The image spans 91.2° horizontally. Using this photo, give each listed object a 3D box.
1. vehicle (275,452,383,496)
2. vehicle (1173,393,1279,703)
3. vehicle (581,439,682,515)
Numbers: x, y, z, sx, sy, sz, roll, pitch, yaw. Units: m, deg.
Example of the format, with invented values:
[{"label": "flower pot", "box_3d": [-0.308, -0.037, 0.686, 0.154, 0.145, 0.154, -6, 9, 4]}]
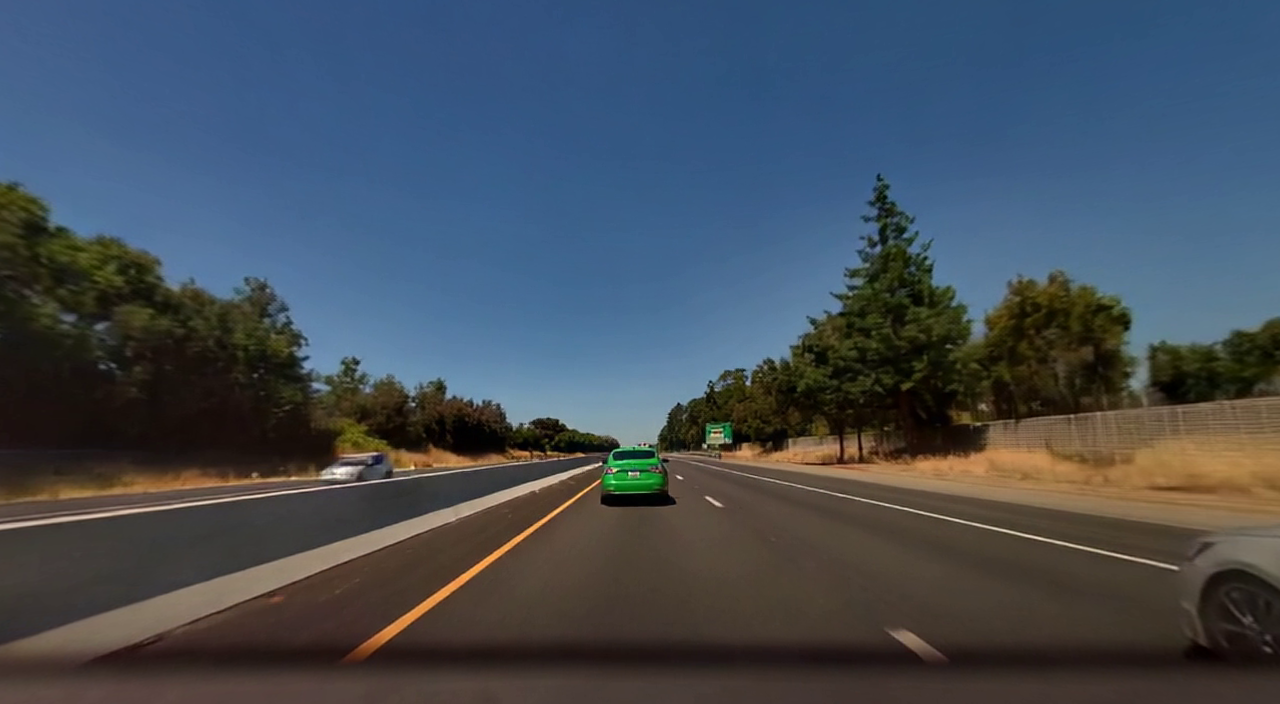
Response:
[{"label": "vehicle", "box_3d": [-12.667, 4.961, 25.884, 1.919, 1.566, 4.476, -1, -9, 4]}, {"label": "vehicle", "box_3d": [3.816, 0.705, 1.146, 2.021, 1.533, 4.014, 0, -9, -2]}, {"label": "vehicle", "box_3d": [-0.171, 2.908, 15.089, 2.083, 1.548, 4.251, -1, -9, 0]}]
